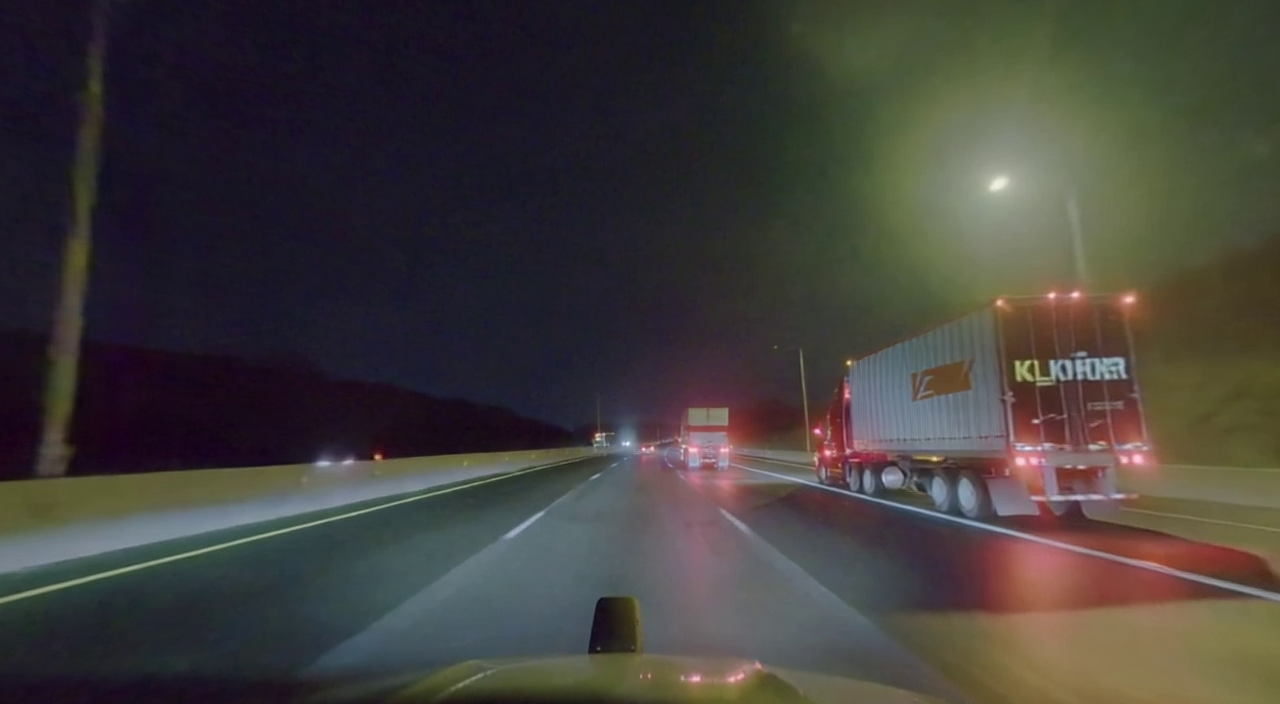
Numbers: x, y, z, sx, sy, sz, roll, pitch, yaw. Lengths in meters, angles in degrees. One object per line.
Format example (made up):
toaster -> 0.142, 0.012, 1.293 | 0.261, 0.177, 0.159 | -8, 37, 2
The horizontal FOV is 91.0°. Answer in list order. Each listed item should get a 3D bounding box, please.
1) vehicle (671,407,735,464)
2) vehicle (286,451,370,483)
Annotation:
vehicle -> 4.244, 6.068, 45.416 | 3.306, 3.531, 11.717 | 0, -8, 0
vehicle -> -16.785, 6.173, 34.154 | 2.105, 1.492, 4.603 | -1, -8, 1
